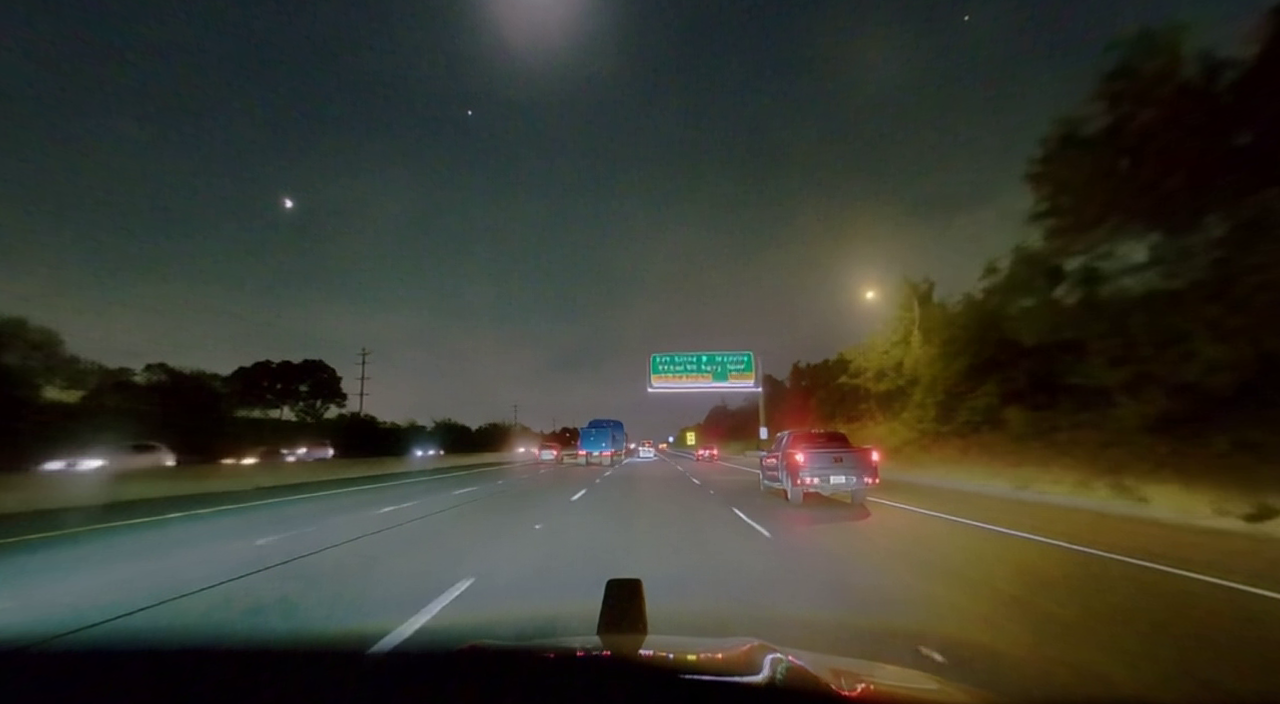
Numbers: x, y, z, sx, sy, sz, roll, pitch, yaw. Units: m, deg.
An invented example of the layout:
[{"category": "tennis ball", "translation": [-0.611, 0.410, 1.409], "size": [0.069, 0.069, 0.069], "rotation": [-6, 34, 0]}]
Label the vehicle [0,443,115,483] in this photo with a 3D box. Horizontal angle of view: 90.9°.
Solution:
[{"category": "vehicle", "translation": [-24.433, 4.494, 25.962], "size": [1.860, 1.486, 4.350], "rotation": [0, -8, 0]}]

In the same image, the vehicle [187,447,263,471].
[{"category": "vehicle", "translation": [-28.077, 7.235, 42.855], "size": [1.908, 1.468, 4.683], "rotation": [0, -8, 1]}]

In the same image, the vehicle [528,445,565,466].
[{"category": "vehicle", "translation": [-6.902, 7.684, 47.015], "size": [1.965, 1.437, 4.592], "rotation": [-1, -8, 2]}]

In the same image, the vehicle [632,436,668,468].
[{"category": "vehicle", "translation": [0.630, 6.780, 43.084], "size": [2.309, 2.023, 5.130], "rotation": [0, -8, 0]}]

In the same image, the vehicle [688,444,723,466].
[{"category": "vehicle", "translation": [4.677, 7.376, 45.485], "size": [1.993, 1.474, 4.230], "rotation": [0, -8, -1]}]

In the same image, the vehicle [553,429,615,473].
[{"category": "vehicle", "translation": [-3.427, 6.700, 43.425], "size": [2.854, 2.379, 16.653], "rotation": [-1, -8, 0]}]
